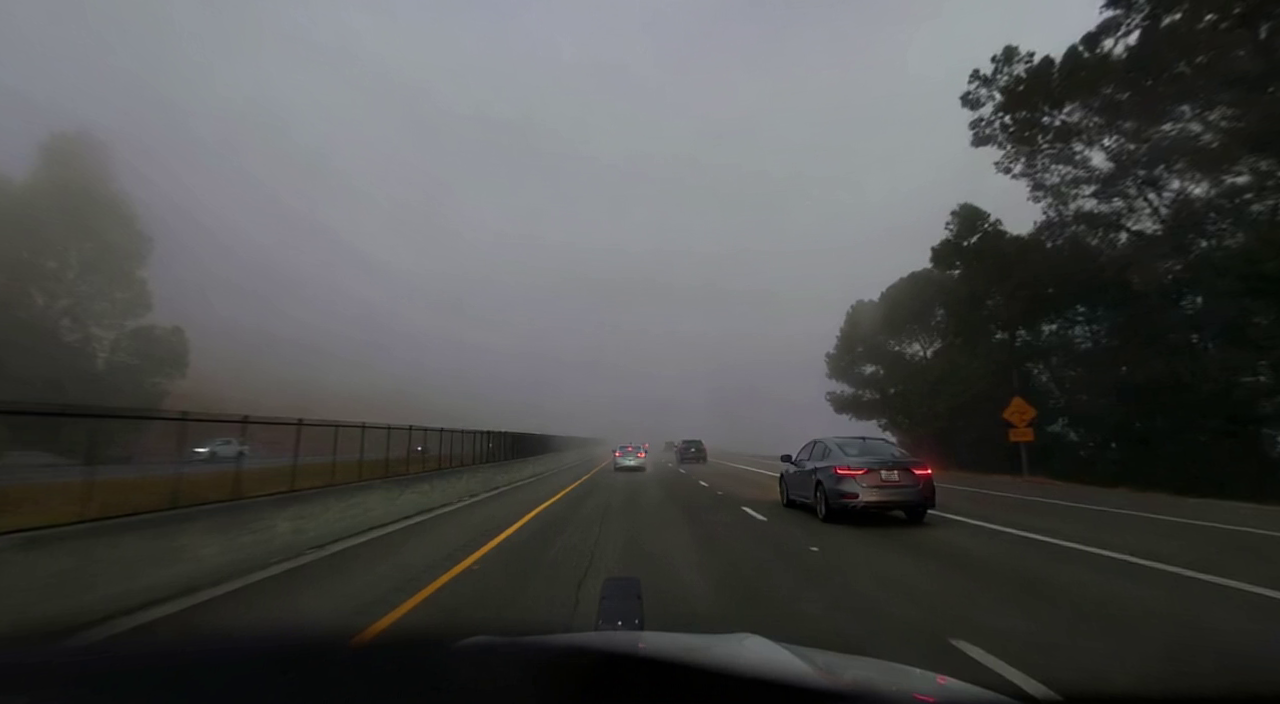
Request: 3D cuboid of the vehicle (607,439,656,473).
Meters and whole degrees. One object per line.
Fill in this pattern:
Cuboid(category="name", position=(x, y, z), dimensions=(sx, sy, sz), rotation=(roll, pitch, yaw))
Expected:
Cuboid(category="vehicle", position=(-0.358, 4.722, 28.725), dimensions=(2.085, 1.449, 3.860), rotation=(0, -8, 0))

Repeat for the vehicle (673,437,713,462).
Cuboid(category="vehicle", position=(3.761, 7.007, 45.226), dimensions=(2.436, 1.704, 4.694), rotation=(0, -8, 0))

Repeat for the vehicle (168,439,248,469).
Cuboid(category="vehicle", position=(-28.235, 6.672, 41.332), dimensions=(1.948, 1.867, 4.621), rotation=(0, -8, 0))

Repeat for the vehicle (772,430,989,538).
Cuboid(category="vehicle", position=(3.713, 2.109, 10.709), dimensions=(1.957, 1.447, 4.241), rotation=(0, -8, -1))

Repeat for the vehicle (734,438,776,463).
Cuboid(category="vehicle", position=(7.720, 6.657, 42.698), dimensions=(1.996, 1.637, 3.990), rotation=(0, -8, -1))
